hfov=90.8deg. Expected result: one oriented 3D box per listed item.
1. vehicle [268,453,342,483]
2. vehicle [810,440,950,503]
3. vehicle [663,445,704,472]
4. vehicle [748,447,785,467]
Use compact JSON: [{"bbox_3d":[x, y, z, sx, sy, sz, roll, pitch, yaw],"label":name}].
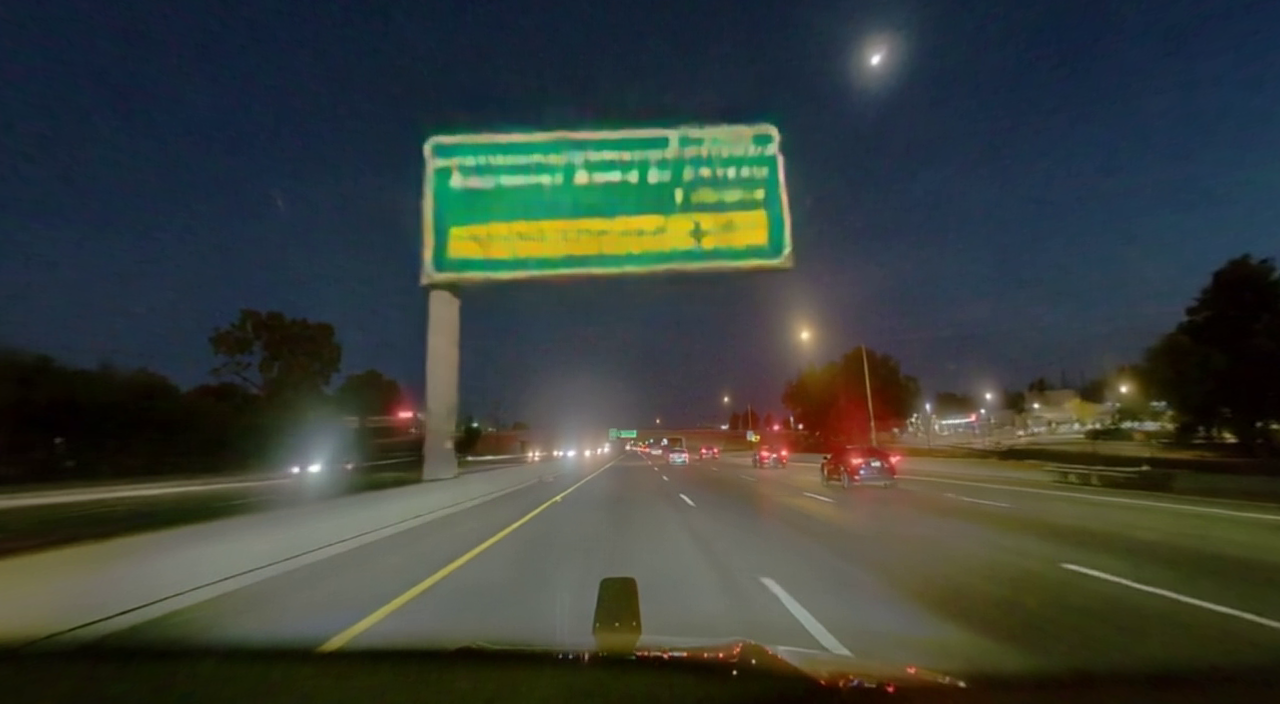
[{"bbox_3d":[-20.764,7.196,39.410,2.027,1.683,4.824,0,-8,-1],"label":"vehicle"},{"bbox_3d":[6.318,3.176,17.295,1.952,1.489,4.483,0,-8,-2],"label":"vehicle"},{"bbox_3d":[2.627,6.529,39.058,1.993,1.507,4.594,0,-8,-2],"label":"vehicle"},{"bbox_3d":[9.447,7.836,47.454,1.838,1.440,4.121,0,-8,-2],"label":"vehicle"}]
